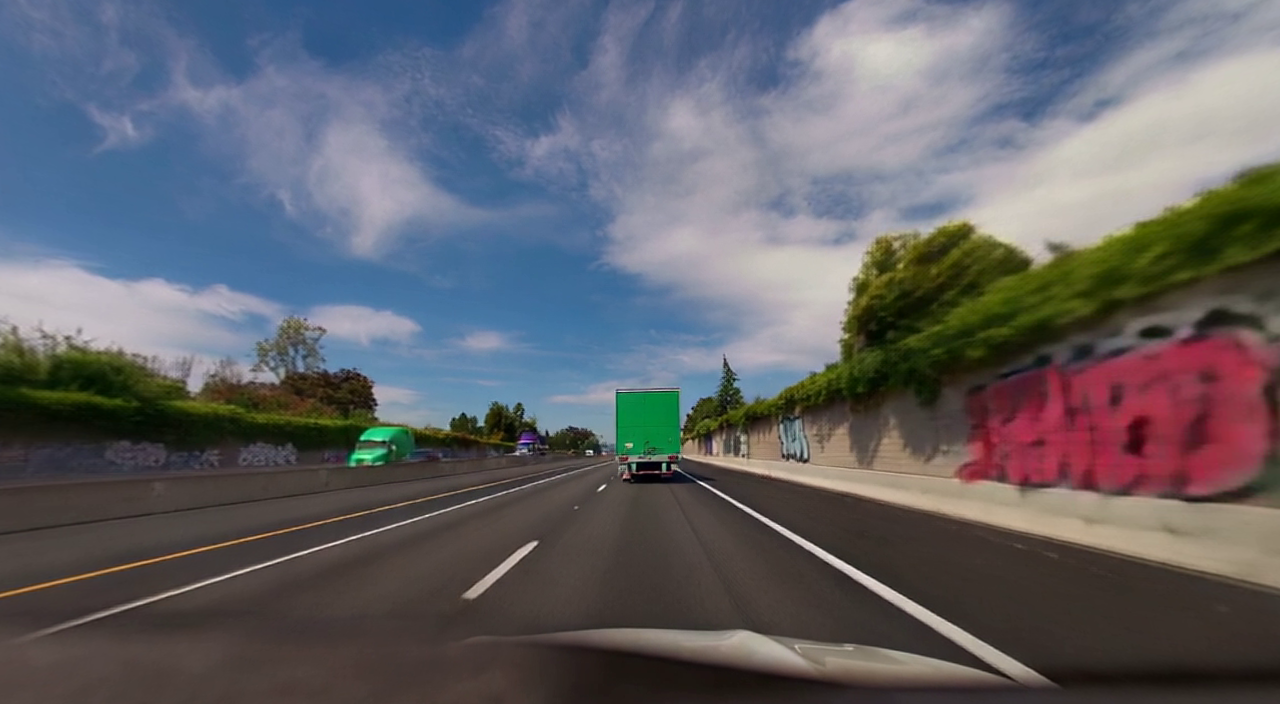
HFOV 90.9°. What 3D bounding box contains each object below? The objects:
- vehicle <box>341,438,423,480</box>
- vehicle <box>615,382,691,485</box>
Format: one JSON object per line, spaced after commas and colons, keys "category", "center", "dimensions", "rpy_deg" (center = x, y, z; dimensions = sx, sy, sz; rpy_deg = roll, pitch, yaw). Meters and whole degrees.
{"category": "vehicle", "center": [-16.512, 6.867, 40.816], "dimensions": [2.427, 2.440, 6.745], "rpy_deg": [0, -9, 0]}
{"category": "vehicle", "center": [0.389, 3.942, 29.462], "dimensions": [2.900, 3.955, 10.151], "rpy_deg": [0, -9, -1]}
